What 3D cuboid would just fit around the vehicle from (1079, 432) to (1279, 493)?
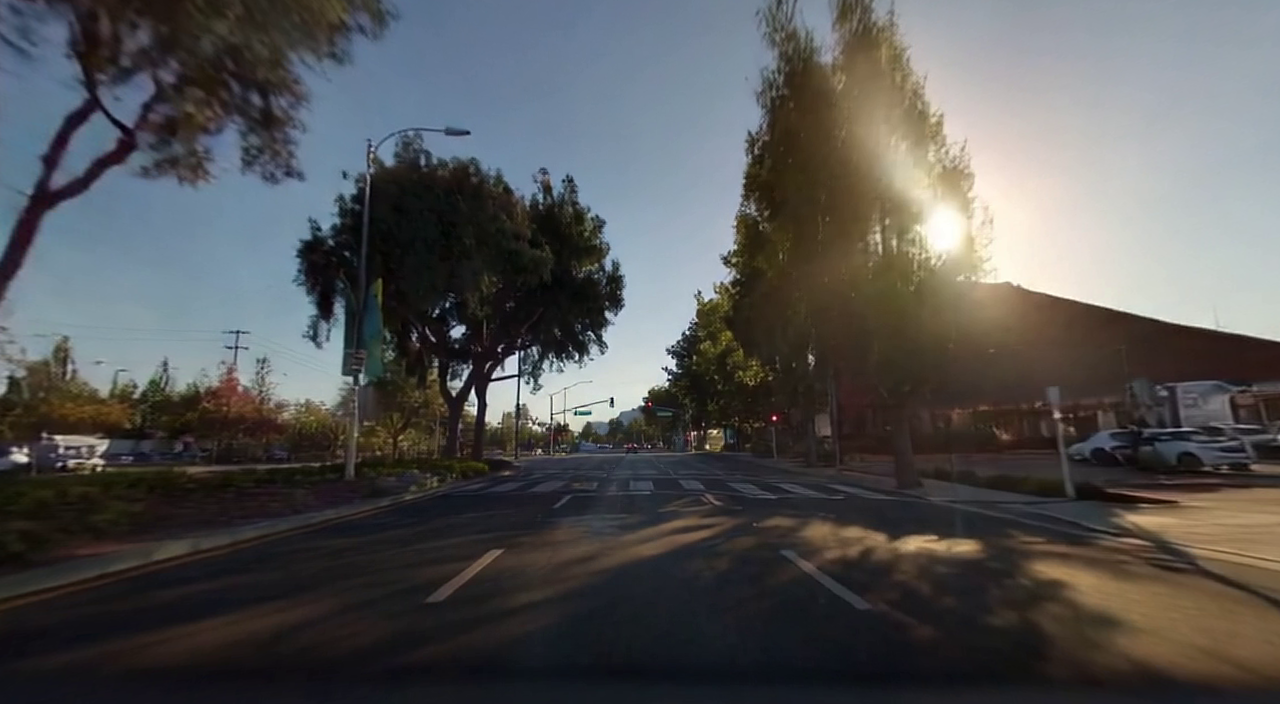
[{"bbox_3d":[14.905,3.052,17.774,1.920,1.471,4.516,0,-8,1],"label":"vehicle"}]
